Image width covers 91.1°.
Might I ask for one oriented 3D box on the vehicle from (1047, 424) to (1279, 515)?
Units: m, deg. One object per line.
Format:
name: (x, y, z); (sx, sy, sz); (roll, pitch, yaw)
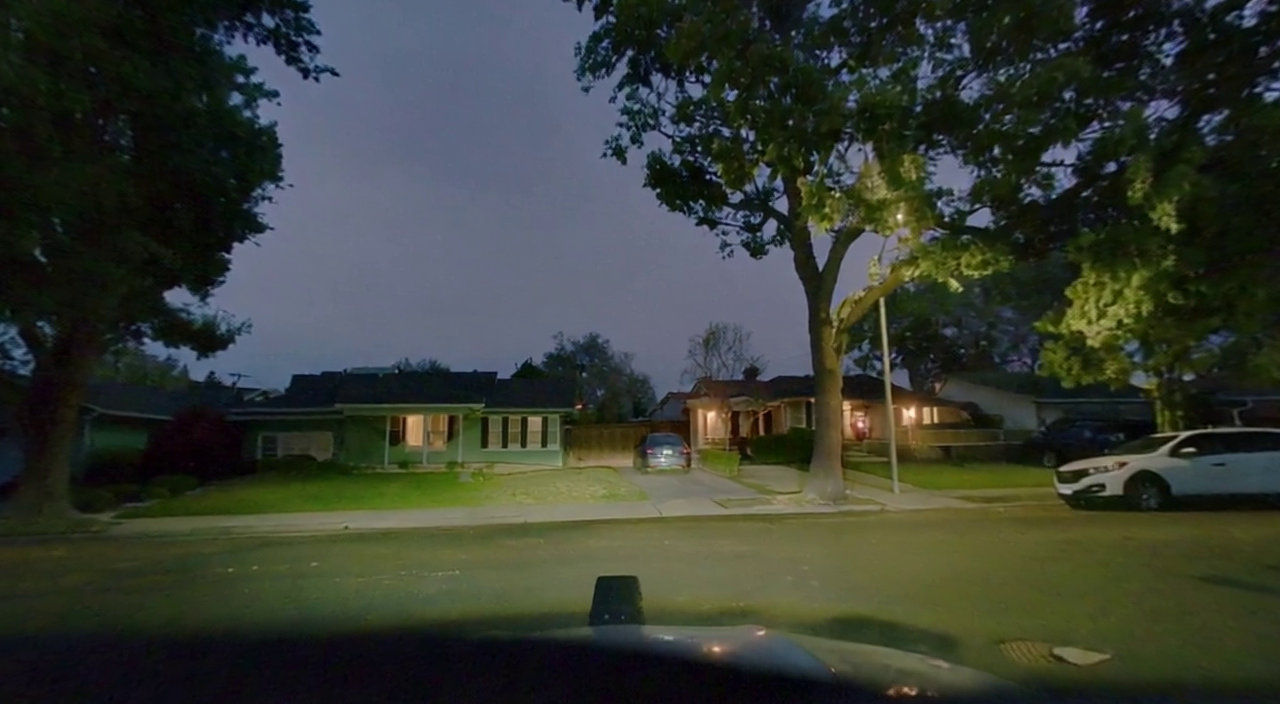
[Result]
vehicle: (10.942, 2.245, 12.228); (4.658, 1.615, 1.894); (0, -9, -1)
